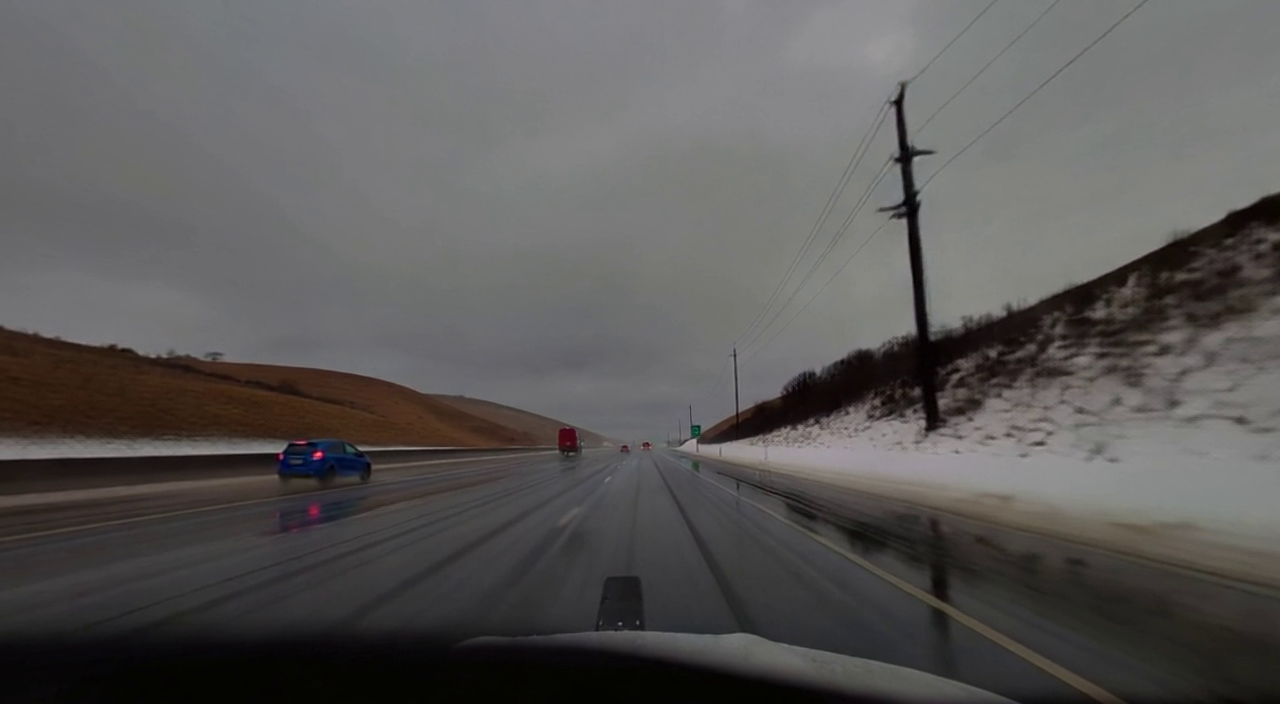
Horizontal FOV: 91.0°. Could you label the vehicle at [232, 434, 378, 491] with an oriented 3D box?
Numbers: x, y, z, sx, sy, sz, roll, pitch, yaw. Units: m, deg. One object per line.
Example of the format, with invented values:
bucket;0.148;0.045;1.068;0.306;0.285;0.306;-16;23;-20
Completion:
vehicle;-10.455;3.479;20.199;1.971;1.558;4.847;0;-9;0
